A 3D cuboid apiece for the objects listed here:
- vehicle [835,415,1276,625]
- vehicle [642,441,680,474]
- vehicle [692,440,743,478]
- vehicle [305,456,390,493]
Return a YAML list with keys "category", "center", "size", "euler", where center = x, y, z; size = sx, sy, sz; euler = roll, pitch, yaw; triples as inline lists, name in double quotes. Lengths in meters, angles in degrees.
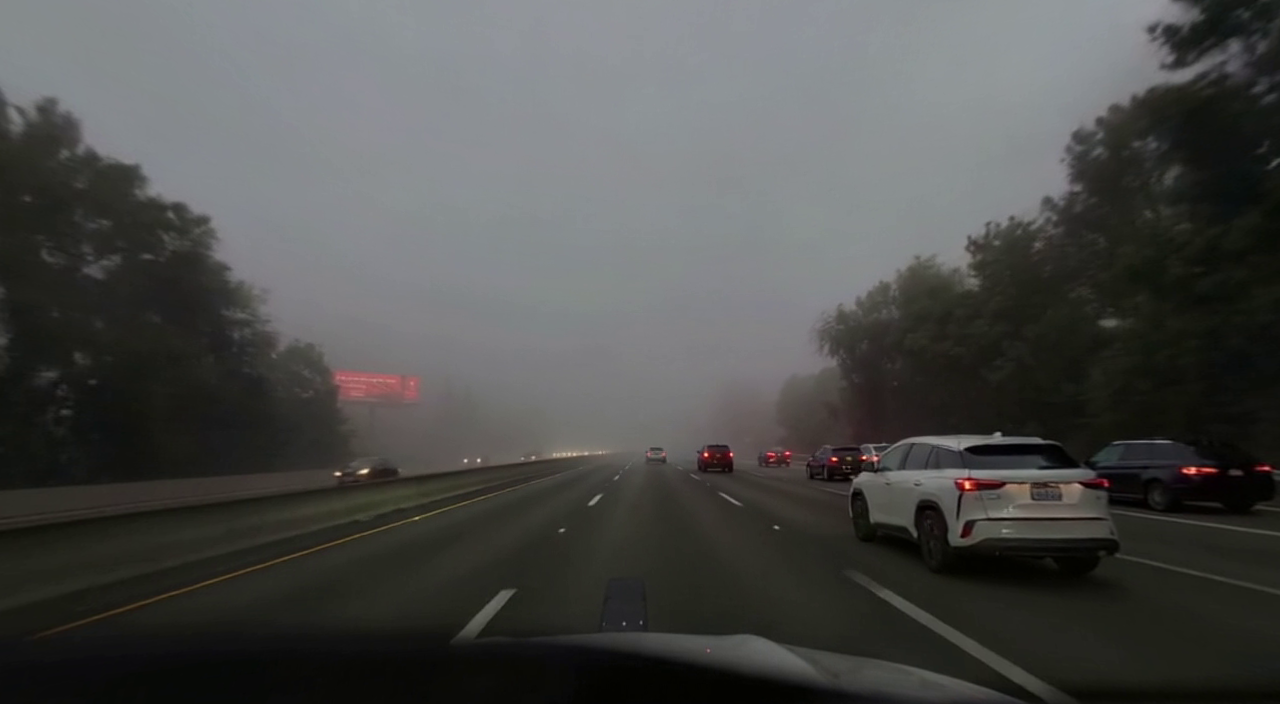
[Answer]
- category: "vehicle"
  center: [3.925, 1.622, 7.157]
  size: [1.989, 1.609, 4.355]
  euler: [0, -8, 0]
- category: "vehicle"
  center: [1.211, 6.272, 37.683]
  size: [2.145, 1.832, 4.004]
  euler: [0, -8, 1]
- category: "vehicle"
  center: [4.011, 5.612, 33.436]
  size: [2.075, 1.845, 4.667]
  euler: [0, -8, -1]
- category: "vehicle"
  center: [-13.297, 5.565, 28.992]
  size: [1.843, 1.461, 4.292]
  euler: [-1, -8, 1]
